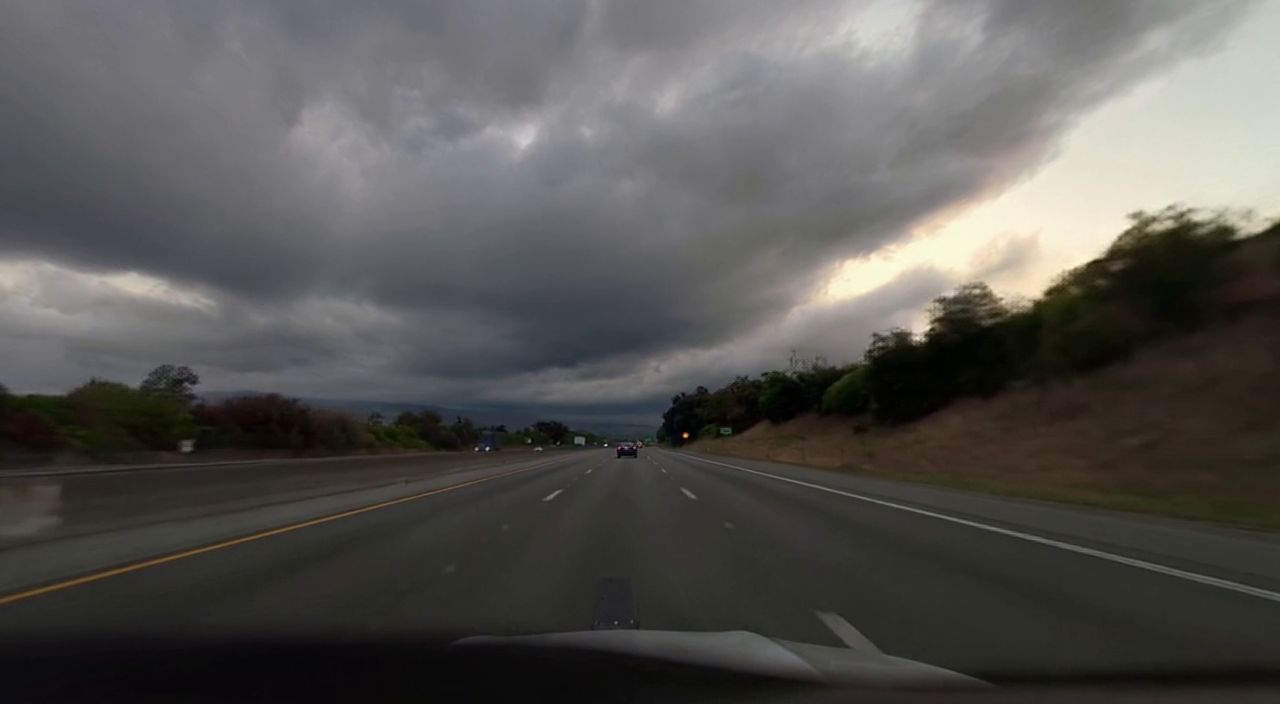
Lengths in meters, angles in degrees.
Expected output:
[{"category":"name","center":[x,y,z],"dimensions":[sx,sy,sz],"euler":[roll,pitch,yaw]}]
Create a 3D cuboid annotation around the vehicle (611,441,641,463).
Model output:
[{"category":"vehicle","center":[-1.075,7.729,48.660],"dimensions":[2.158,1.562,4.373],"euler":[0,-8,-1]}]
